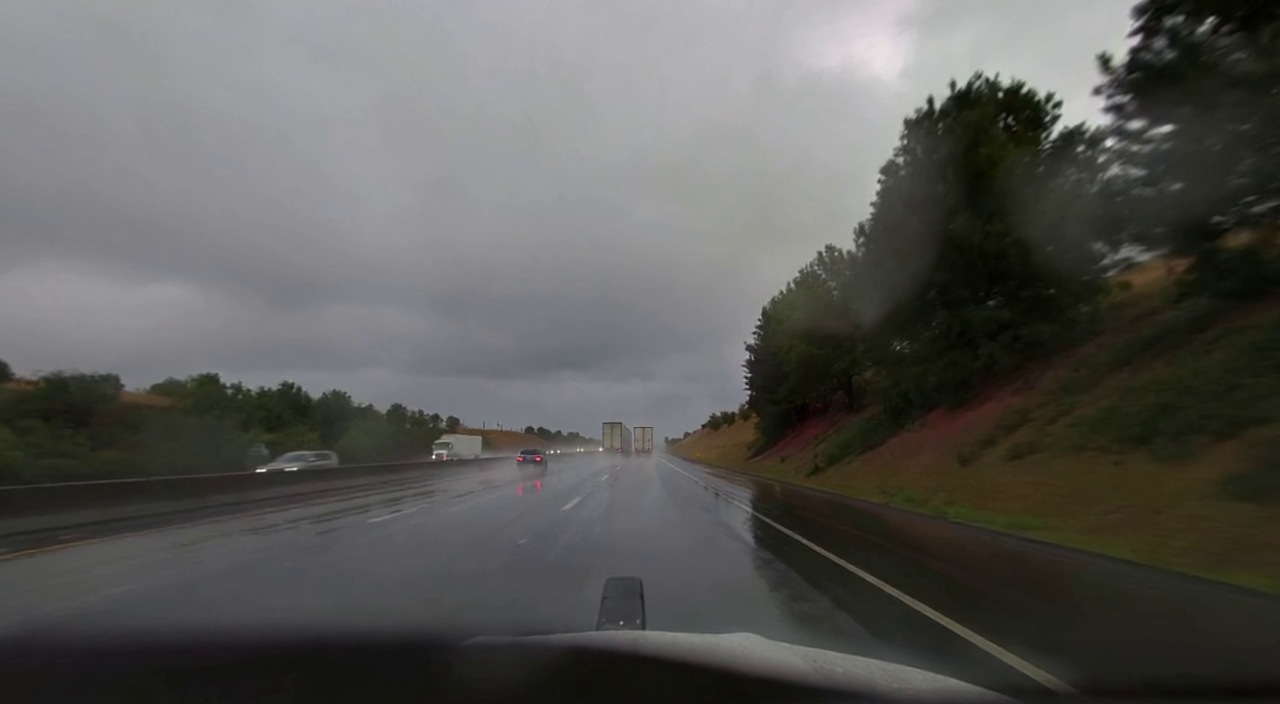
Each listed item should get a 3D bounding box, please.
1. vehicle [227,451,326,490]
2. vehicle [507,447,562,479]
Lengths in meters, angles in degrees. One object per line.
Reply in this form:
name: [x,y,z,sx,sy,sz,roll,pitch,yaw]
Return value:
vehicle: [-14.919,4.853,26.165,1.778,1.447,3.821,0,-9,0]
vehicle: [-5.261,5.590,32.010,2.091,1.527,4.455,0,-9,-1]
